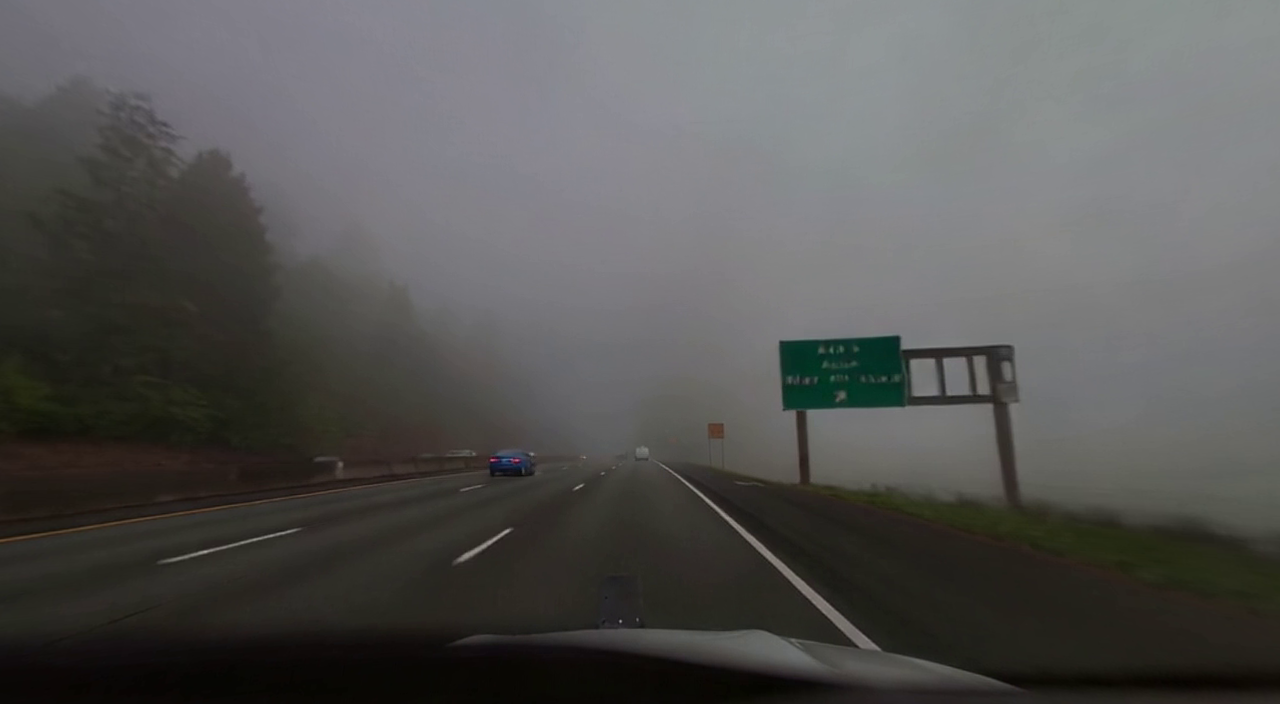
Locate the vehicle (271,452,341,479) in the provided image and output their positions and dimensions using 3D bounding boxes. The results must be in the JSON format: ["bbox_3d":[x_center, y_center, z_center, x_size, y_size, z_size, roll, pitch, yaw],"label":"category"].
[{"bbox_3d":[-21.429,7.290,40.647,1.968,1.540,4.471,0,-9,1],"label":"vehicle"}]

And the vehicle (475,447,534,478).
[{"bbox_3d":[-7.325,5.991,34.557,2.094,1.579,4.655,0,-9,1],"label":"vehicle"}]
